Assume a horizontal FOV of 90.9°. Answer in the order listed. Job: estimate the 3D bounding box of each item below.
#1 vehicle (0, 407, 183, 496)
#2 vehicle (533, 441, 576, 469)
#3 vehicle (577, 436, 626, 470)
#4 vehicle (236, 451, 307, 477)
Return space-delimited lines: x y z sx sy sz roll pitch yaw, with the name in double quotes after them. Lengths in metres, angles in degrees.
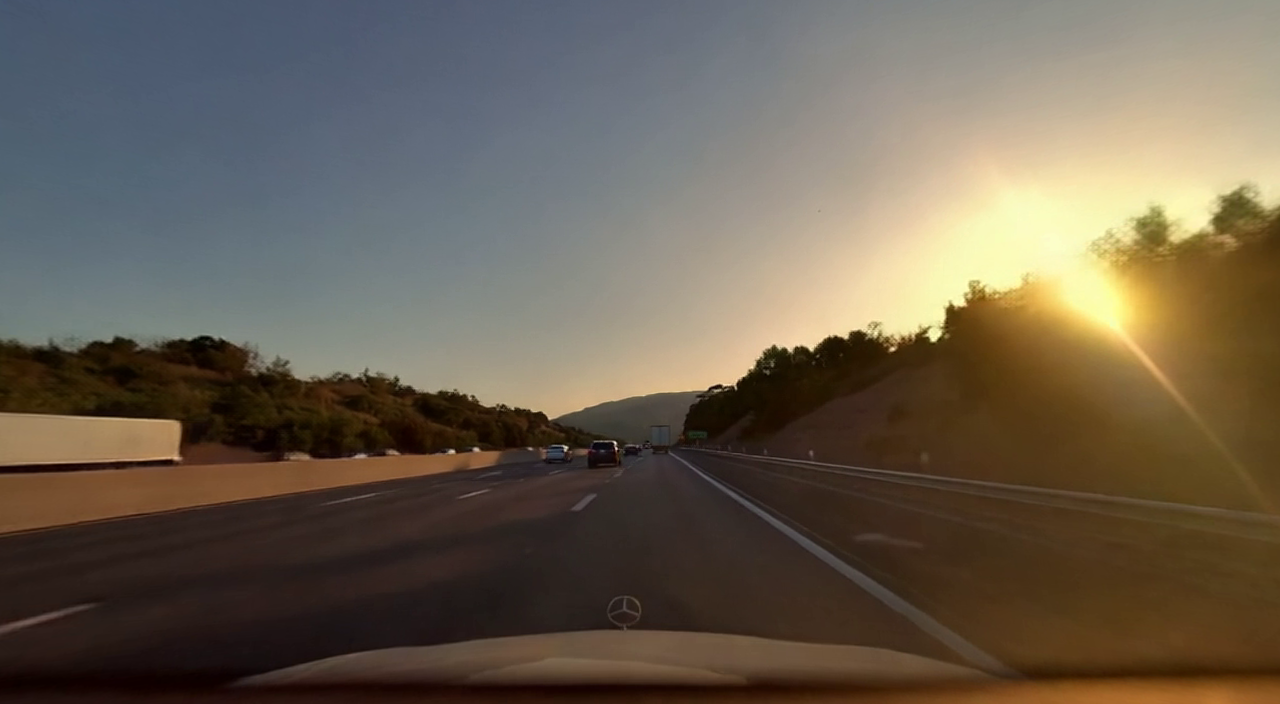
-35.363 5.811 36.987 3.042 4.687 18.122 0 -9 2 "vehicle"
-5.526 6.725 41.442 2.062 1.691 4.278 0 -9 2 "vehicle"
-2.114 5.733 36.002 2.283 1.802 4.810 0 -9 2 "vehicle"
-27.285 8.277 46.915 2.181 1.785 4.823 0 -9 2 "vehicle"
